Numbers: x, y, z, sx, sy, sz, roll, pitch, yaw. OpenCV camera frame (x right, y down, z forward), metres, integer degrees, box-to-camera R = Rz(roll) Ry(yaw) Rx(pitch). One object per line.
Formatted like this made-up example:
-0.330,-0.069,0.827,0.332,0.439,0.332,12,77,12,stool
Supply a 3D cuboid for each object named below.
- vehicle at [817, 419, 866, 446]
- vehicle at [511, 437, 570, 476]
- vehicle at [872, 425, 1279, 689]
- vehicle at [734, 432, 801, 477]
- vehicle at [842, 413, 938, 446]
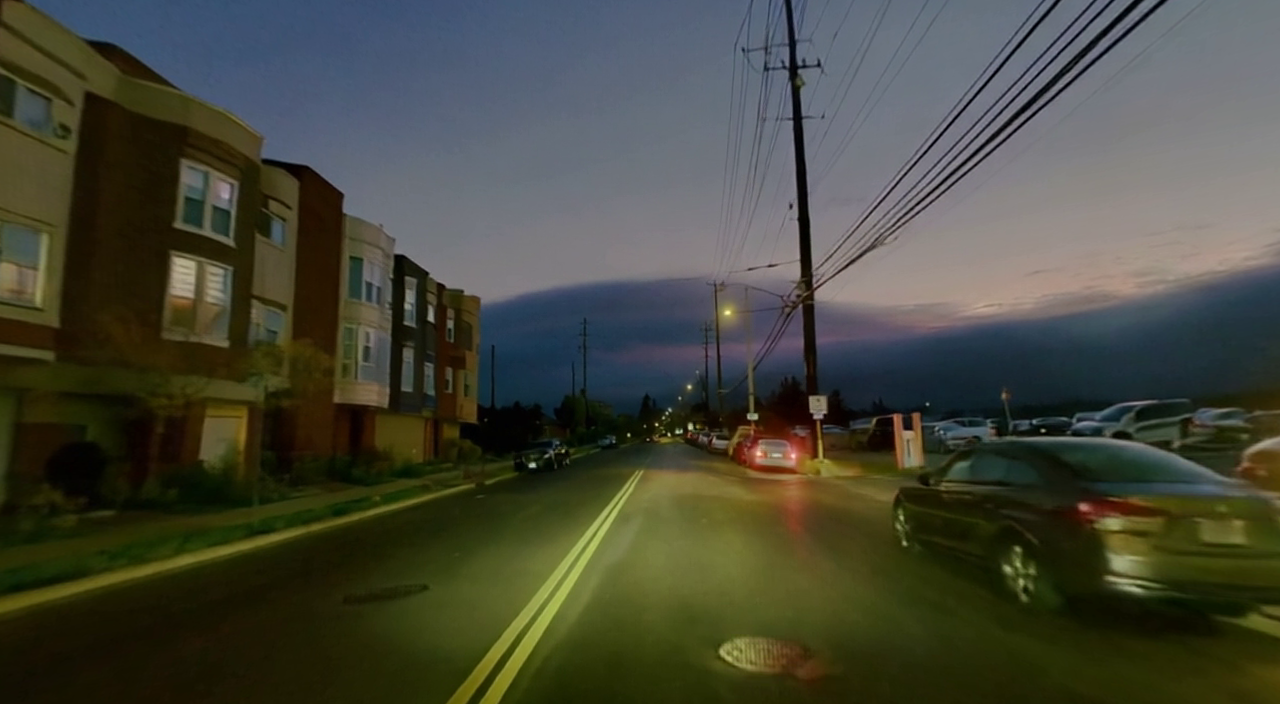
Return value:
14.126,5.711,44.420,2.000,1.792,4.666,0,-8,1,vehicle
-4.570,4.868,29.570,1.913,1.672,4.267,-1,-8,3,vehicle
3.970,1.471,5.894,1.928,1.440,4.738,0,-8,2,vehicle
4.908,3.998,24.849,1.914,1.591,3.892,0,-8,1,vehicle
15.000,4.762,38.318,2.152,1.875,5.778,3,-8,-18,vehicle
